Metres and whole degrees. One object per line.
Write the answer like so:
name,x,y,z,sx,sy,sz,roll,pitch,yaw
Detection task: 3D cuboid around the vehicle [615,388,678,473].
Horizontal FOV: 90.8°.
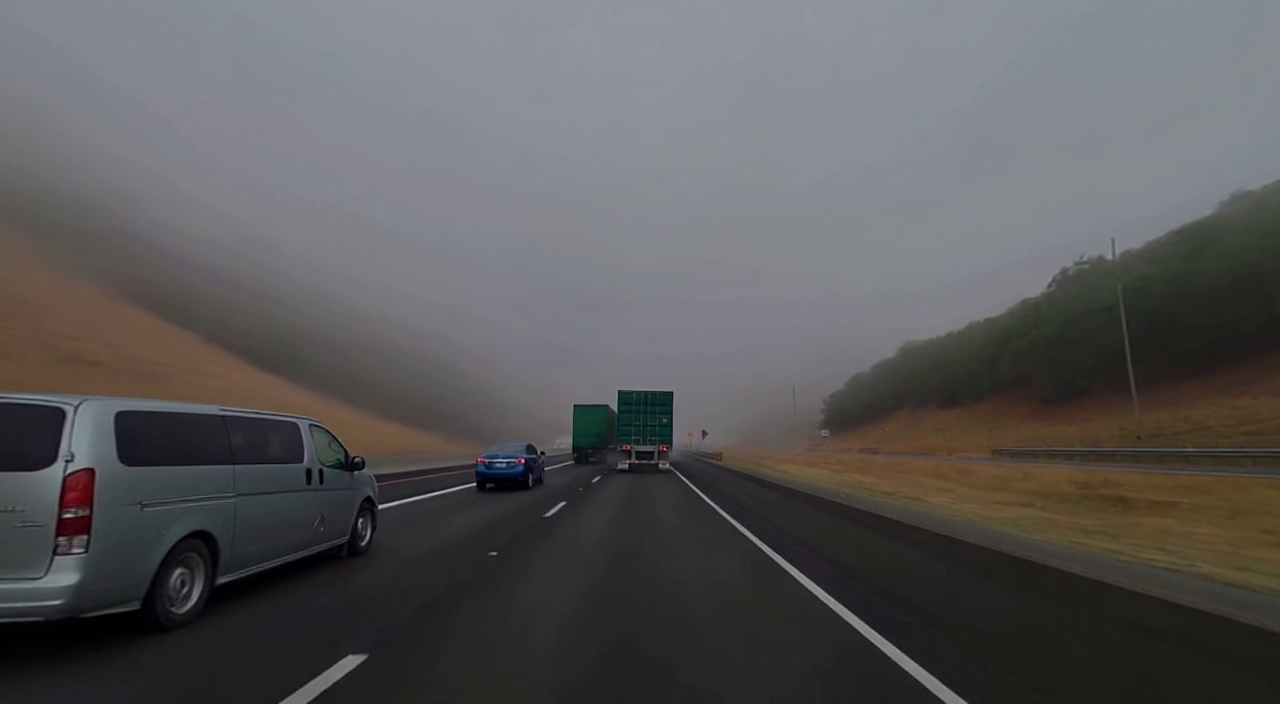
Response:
vehicle,0.461,4.475,35.137,2.913,3.988,10.874,0,-8,2

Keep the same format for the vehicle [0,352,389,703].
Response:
vehicle,-4.108,1.182,4.959,2.136,1.779,4.875,0,-8,2

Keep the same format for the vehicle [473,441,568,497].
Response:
vehicle,-3.421,3.423,18.912,1.950,1.446,4.224,0,-8,1
